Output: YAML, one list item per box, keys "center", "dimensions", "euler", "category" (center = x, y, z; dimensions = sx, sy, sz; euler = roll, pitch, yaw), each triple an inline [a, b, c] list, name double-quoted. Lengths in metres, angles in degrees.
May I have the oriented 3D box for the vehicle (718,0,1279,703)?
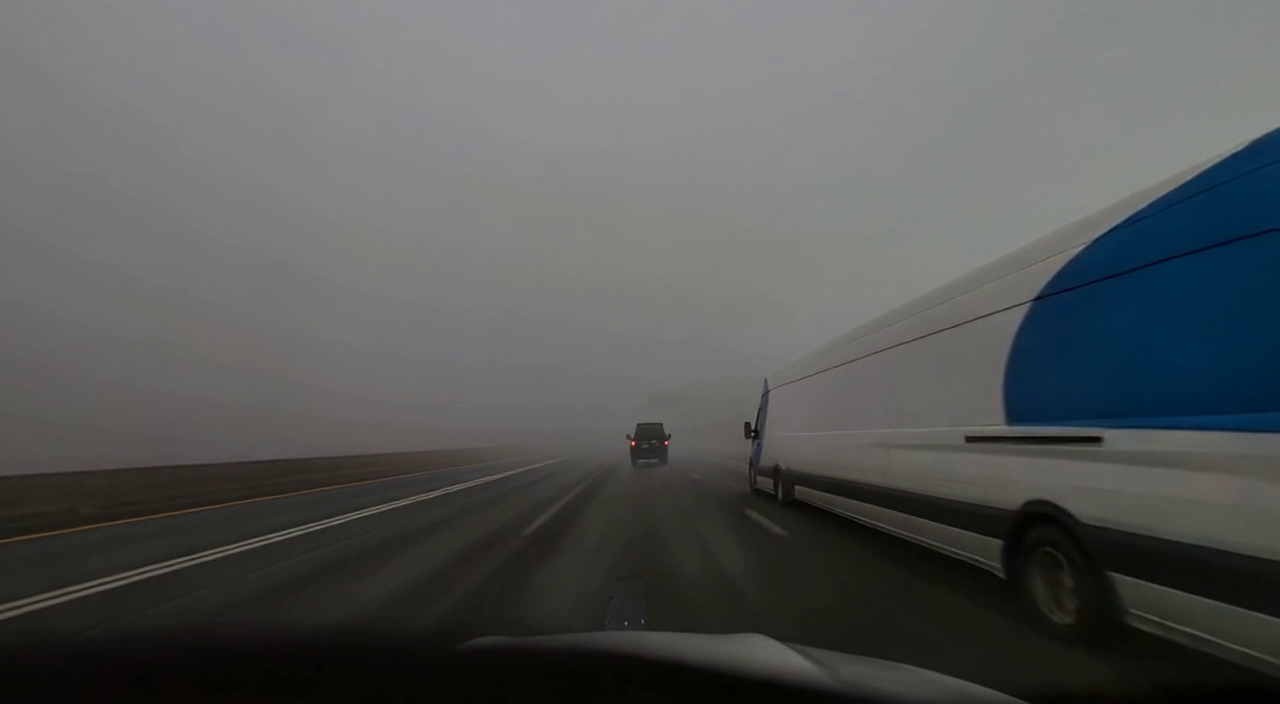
- center: [4.079, 0.504, 9.238]
  dimensions: [3.892, 4.216, 16.830]
  euler: [0, -8, 1]
  category: "vehicle"

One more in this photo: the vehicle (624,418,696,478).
- center: [0.738, 3.638, 23.989]
  dimensions: [2.469, 2.027, 4.554]
  euler: [0, -8, 1]
  category: "vehicle"
